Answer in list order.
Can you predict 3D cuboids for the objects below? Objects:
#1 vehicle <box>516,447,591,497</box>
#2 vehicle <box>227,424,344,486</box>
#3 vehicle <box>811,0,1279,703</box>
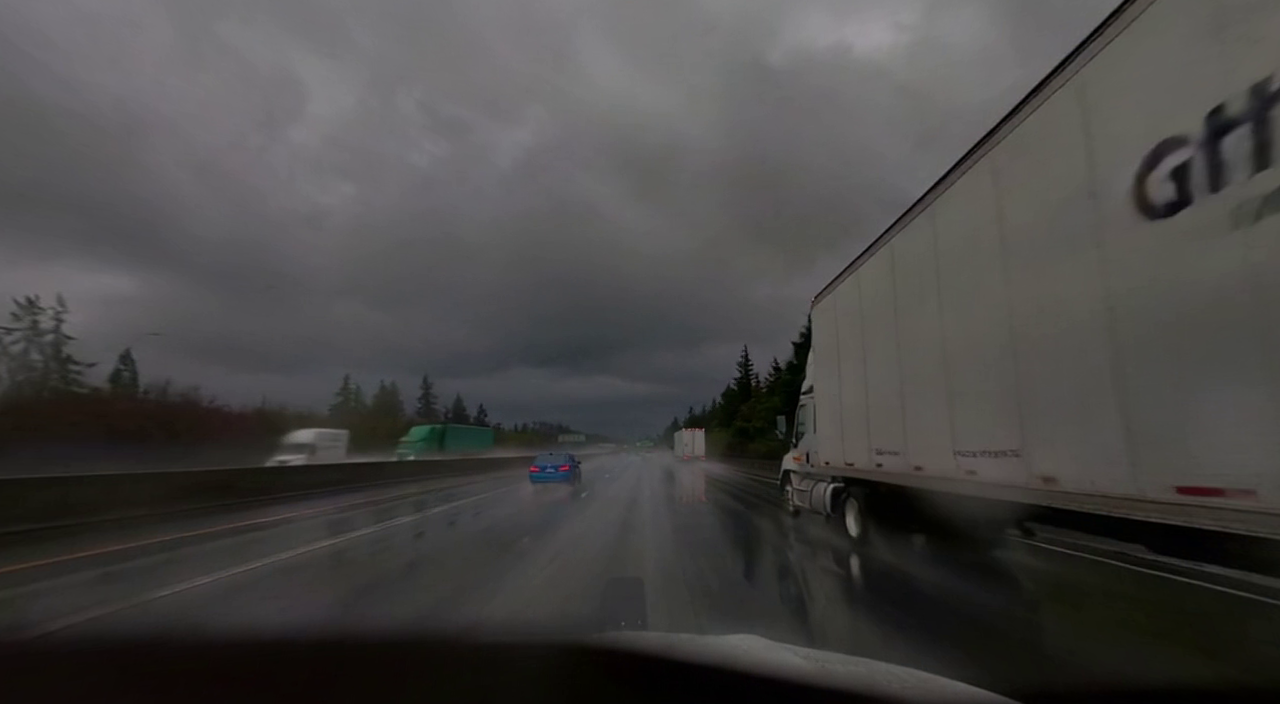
[{"bbox_3d":[-2.915,4.154,22.231,1.960,1.579,4.384,0,-9,1],"label":"vehicle"},{"bbox_3d":[-17.979,5.265,32.419,2.478,2.841,5.807,0,-9,1],"label":"vehicle"},{"bbox_3d":[4.580,-0.002,4.304,2.858,3.952,13.731,0,-9,-1],"label":"vehicle"}]
